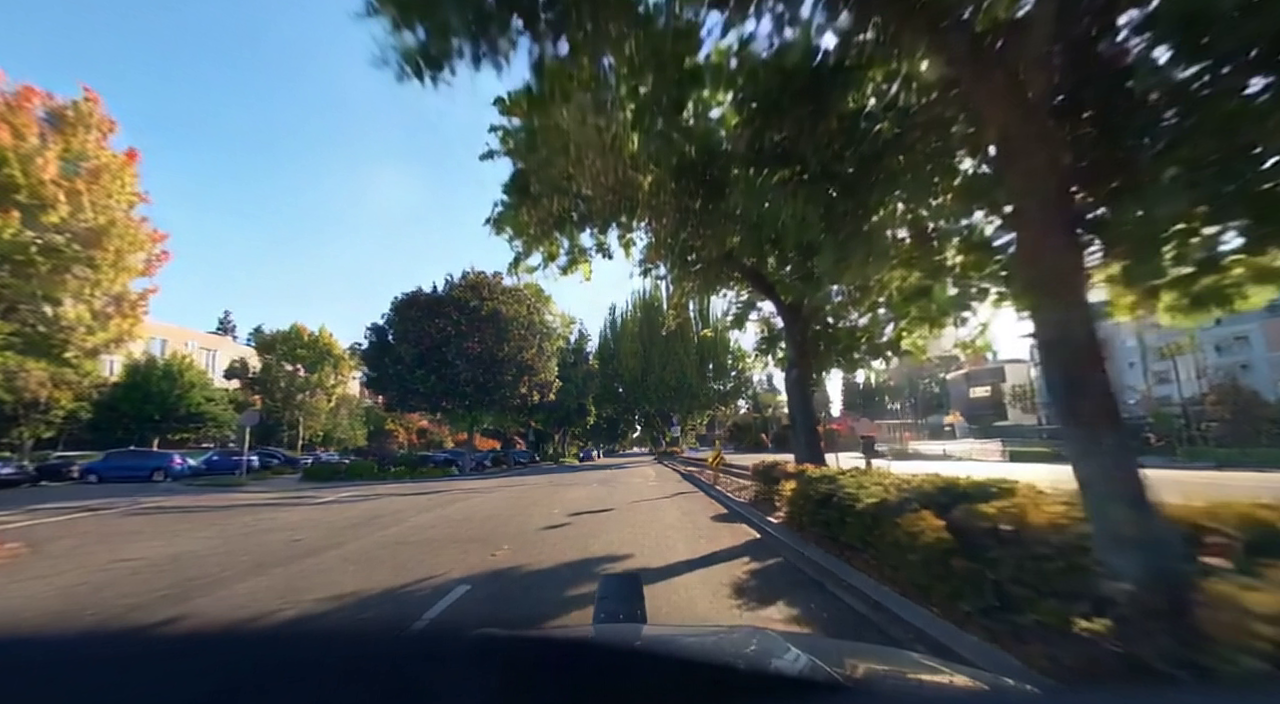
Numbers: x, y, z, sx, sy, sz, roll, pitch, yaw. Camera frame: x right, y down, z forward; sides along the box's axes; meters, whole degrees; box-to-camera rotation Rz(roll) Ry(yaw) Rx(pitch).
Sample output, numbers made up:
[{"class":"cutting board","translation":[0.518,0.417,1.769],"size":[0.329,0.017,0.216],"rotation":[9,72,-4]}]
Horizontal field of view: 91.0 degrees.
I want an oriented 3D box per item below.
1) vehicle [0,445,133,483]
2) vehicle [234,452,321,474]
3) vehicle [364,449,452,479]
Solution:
[{"class":"vehicle","translation":[-26.878,5.212,29.403],"size":[4.456,1.665,2.161],"rotation":[0,-9,0]},{"class":"vehicle","translation":[-26.734,8.185,46.555],"size":[5.024,1.494,2.242],"rotation":[0,-8,1]},{"class":"vehicle","translation":[-13.803,6.641,37.572],"size":[4.422,1.694,2.026],"rotation":[0,-9,1]}]
